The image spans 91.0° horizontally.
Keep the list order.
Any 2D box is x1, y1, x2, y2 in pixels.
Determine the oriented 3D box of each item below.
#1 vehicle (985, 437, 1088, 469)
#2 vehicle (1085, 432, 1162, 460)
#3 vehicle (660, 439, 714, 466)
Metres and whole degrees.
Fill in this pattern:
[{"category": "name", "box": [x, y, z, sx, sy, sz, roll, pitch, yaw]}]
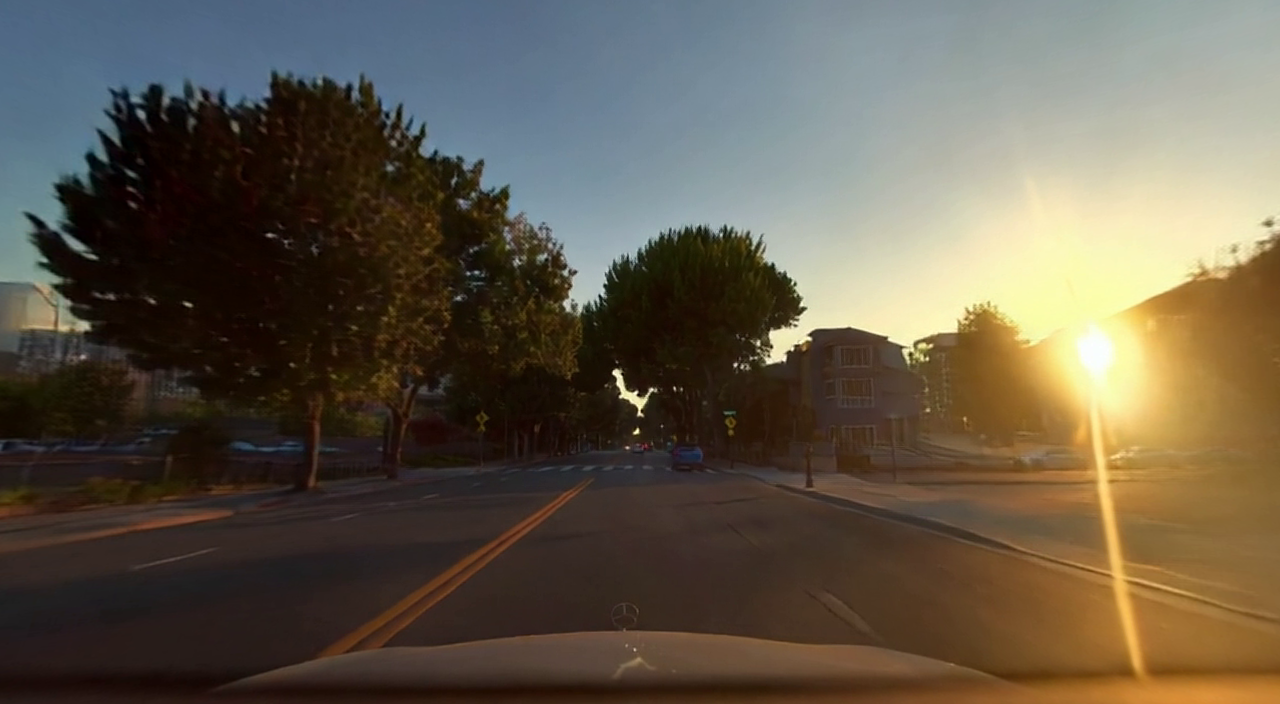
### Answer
[{"category": "vehicle", "box": [23.946, 6.119, 38.159, 4.676, 1.775, 2.085, -2, -9, 2]}, {"category": "vehicle", "box": [33.846, 6.599, 44.224, 1.887, 1.808, 4.443, -1, -8, 1]}, {"category": "vehicle", "box": [3.107, 6.792, 42.570, 1.981, 1.703, 3.691, 4, -9, -27]}]
